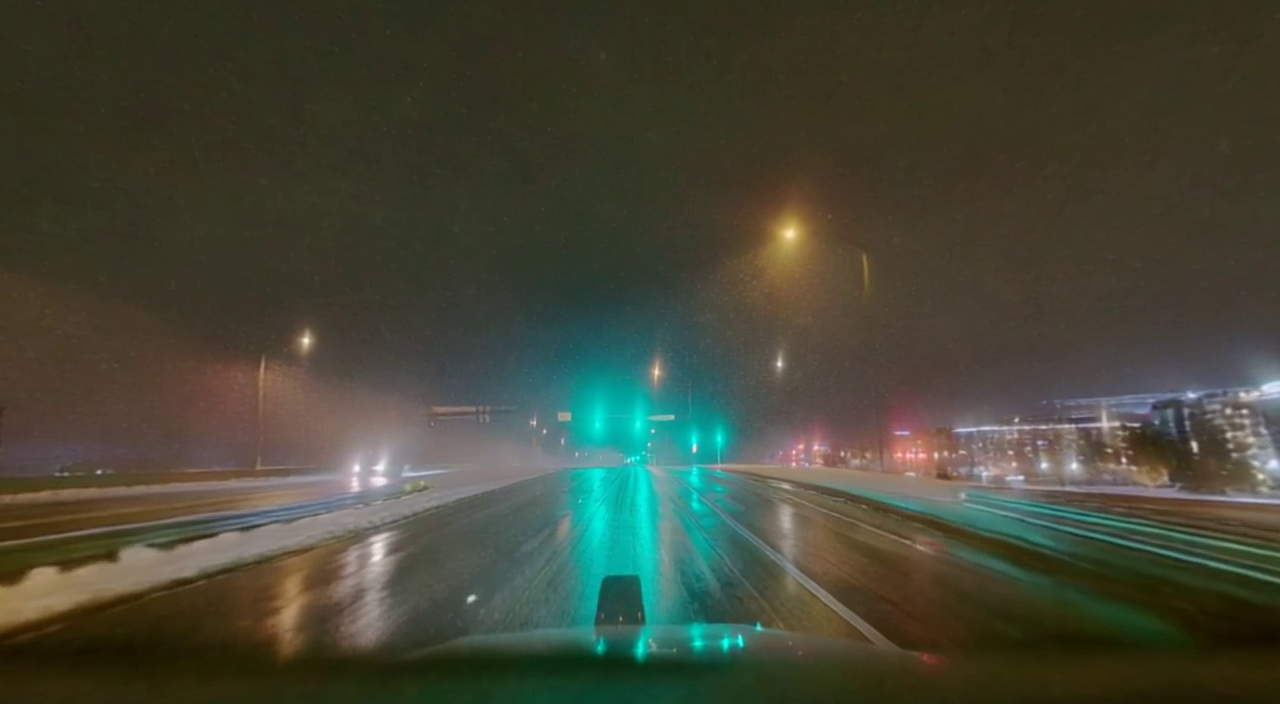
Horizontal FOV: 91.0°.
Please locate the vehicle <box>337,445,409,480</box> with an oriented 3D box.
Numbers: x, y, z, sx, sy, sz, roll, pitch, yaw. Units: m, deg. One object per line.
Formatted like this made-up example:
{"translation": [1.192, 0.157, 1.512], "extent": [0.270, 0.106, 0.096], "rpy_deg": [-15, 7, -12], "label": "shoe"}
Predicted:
{"translation": [-14.209, 5.878, 33.824], "extent": [2.020, 1.719, 4.366], "rpy_deg": [0, -9, -1], "label": "vehicle"}
